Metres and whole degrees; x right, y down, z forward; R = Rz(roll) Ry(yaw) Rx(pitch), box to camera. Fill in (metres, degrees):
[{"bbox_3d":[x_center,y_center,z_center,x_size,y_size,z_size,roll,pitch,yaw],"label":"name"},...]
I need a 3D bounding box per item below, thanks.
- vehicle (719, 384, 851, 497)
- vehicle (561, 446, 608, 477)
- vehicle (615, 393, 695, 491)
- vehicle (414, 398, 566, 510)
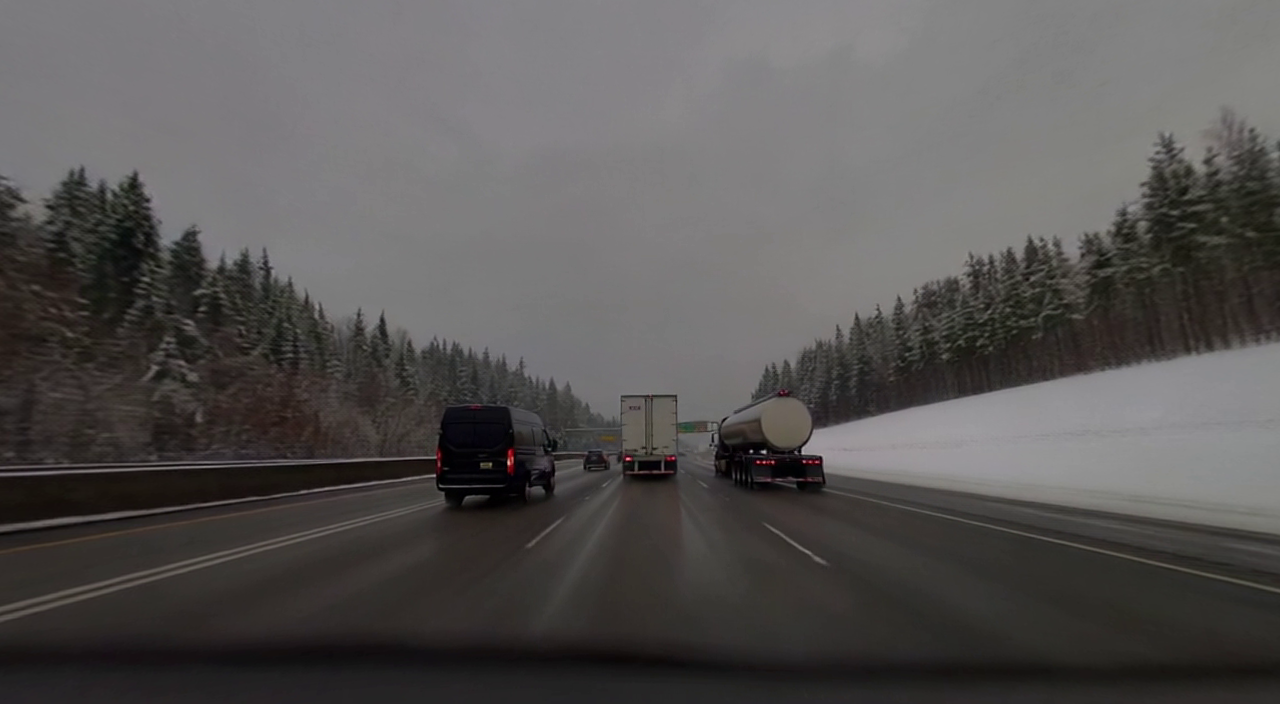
[{"bbox_3d":[5.207,3.618,25.398,2.706,3.500,11.483,0,-9,1],"label":"vehicle"},{"bbox_3d":[-3.172,6.354,36.862,2.134,1.652,4.439,-1,-9,3],"label":"vehicle"},{"bbox_3d":[0.337,3.962,27.271,2.773,3.455,9.118,0,-9,-3],"label":"vehicle"},{"bbox_3d":[-3.845,2.848,17.777,2.525,2.572,6.260,0,-9,2],"label":"vehicle"}]
